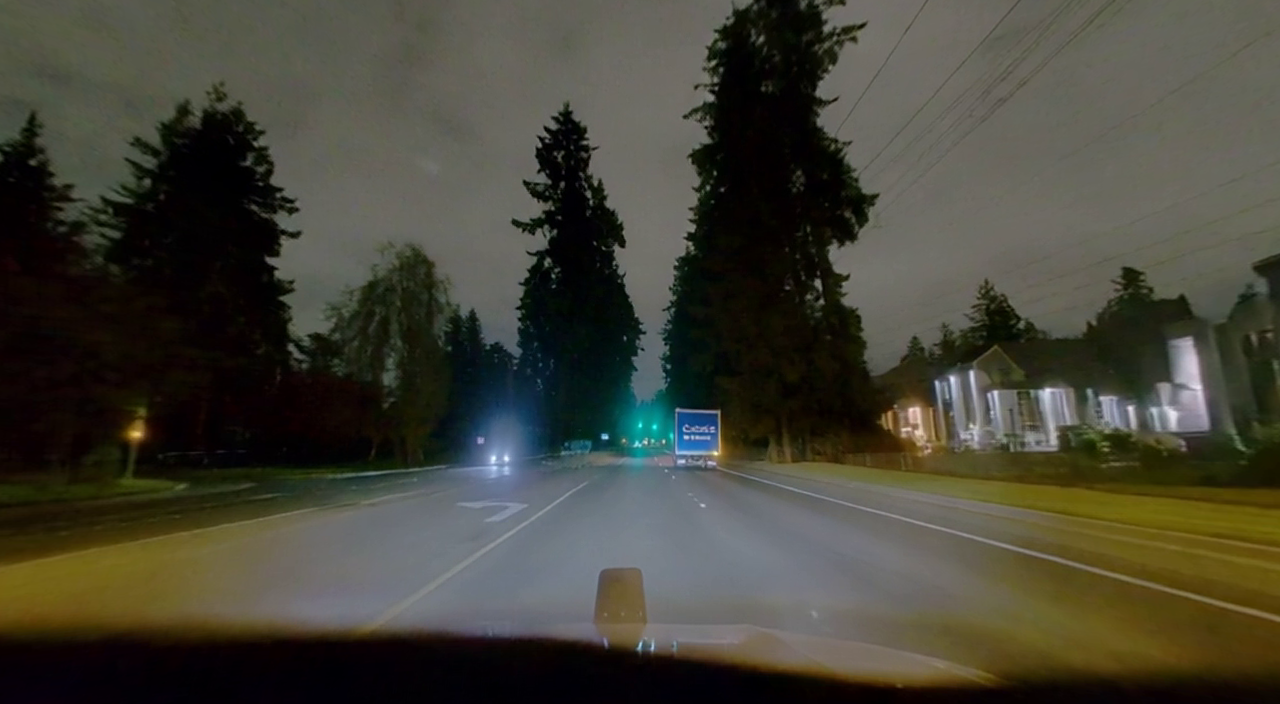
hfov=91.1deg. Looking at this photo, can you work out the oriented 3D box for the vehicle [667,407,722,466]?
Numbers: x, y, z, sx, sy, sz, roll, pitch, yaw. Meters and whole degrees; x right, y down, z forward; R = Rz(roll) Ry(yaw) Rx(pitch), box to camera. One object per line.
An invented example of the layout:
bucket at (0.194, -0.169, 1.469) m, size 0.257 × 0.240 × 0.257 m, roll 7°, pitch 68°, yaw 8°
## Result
vehicle at (3.785, 6.231, 45.932) m, size 2.973 × 3.848 × 9.336 m, roll 0°, pitch -8°, yaw -1°
